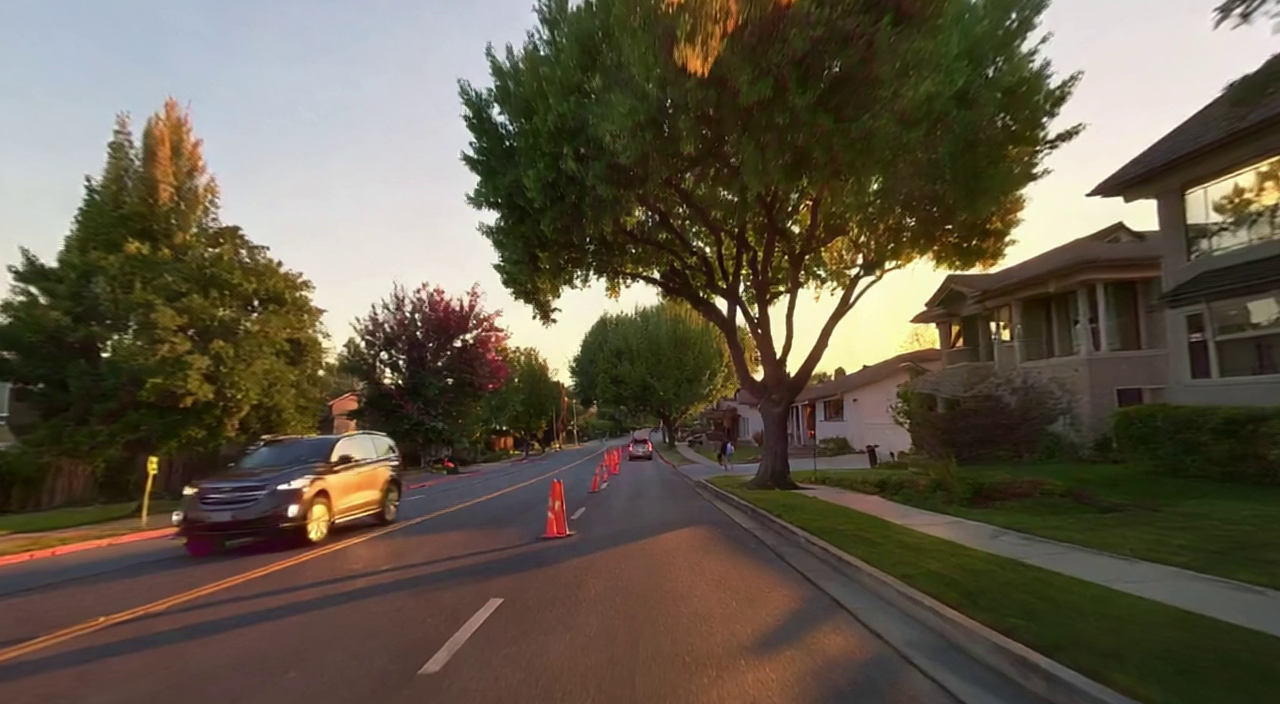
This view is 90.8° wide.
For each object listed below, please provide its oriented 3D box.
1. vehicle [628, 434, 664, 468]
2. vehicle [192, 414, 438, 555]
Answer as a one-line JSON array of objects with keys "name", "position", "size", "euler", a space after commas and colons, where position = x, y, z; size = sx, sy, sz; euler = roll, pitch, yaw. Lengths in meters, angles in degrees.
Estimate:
[{"name": "vehicle", "position": [0.335, 6.370, 40.691], "size": [2.169, 2.015, 5.206], "euler": [0, -9, 0]}, {"name": "vehicle", "position": [-6.156, 2.553, 13.028], "size": [2.131, 2.256, 5.381], "euler": [0, -9, 0]}]
